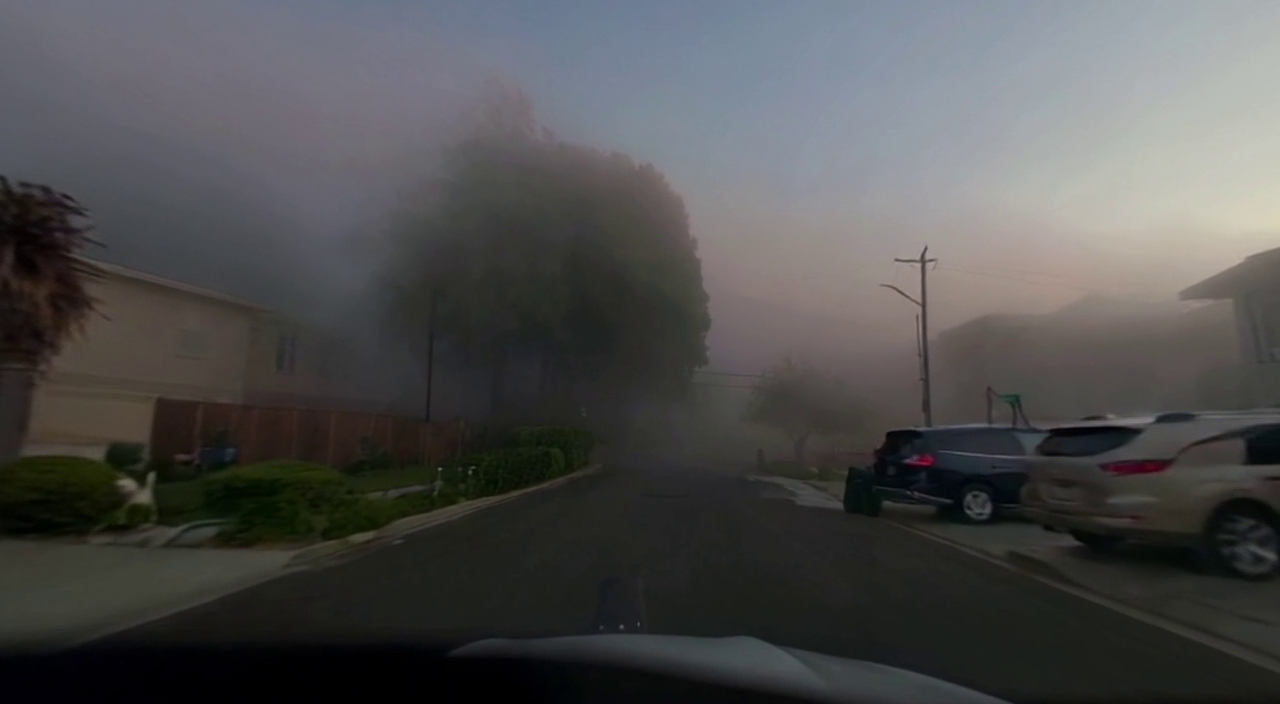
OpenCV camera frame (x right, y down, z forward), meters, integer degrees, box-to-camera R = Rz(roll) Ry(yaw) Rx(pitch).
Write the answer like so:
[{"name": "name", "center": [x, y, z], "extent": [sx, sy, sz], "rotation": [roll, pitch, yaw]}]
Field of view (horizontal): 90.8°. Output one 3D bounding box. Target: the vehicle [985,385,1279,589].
[{"name": "vehicle", "center": [7.964, 1.632, 8.271], "extent": [5.843, 2.097, 2.233], "rotation": [2, -8, -11]}]

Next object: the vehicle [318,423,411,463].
[{"name": "vehicle", "center": [-13.117, 4.338, 30.417], "extent": [1.869, 1.646, 4.357], "rotation": [3, -7, 9]}]

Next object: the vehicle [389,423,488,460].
[{"name": "vehicle", "center": [-12.023, 5.373, 37.960], "extent": [5.127, 1.796, 2.045], "rotation": [3, -7, 3]}]
